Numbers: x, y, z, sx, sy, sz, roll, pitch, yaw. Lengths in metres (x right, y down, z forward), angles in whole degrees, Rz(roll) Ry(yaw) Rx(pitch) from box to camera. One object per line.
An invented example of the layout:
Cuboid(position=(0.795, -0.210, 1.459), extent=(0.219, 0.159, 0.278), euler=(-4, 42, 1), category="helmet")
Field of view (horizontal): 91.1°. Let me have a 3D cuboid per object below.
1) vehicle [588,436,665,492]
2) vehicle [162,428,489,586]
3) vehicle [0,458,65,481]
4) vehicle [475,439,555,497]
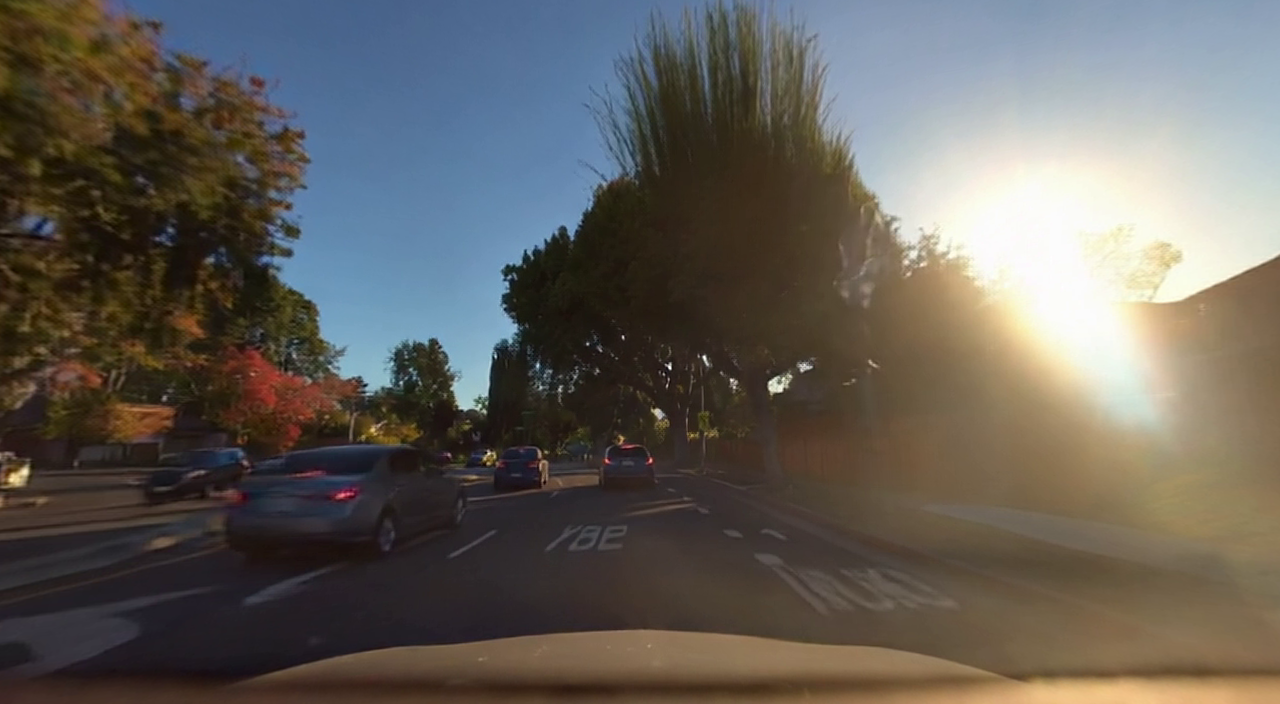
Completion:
Cuboid(position=(-0.559, 3.650, 20.838), extent=(2.290, 1.653, 4.127), euler=(1, -8, -4), category="vehicle")
Cuboid(position=(-3.892, 1.925, 9.099), extent=(2.067, 1.546, 4.988), euler=(2, -7, 1), category="vehicle")
Cuboid(position=(-45.708, 8.668, 46.368), extent=(4.355, 1.642, 1.950), euler=(0, -8, -2), category="vehicle")
Cuboid(position=(-3.651, 3.427, 18.982), extent=(1.986, 1.561, 3.805), euler=(1, -8, -6), category="vehicle")
